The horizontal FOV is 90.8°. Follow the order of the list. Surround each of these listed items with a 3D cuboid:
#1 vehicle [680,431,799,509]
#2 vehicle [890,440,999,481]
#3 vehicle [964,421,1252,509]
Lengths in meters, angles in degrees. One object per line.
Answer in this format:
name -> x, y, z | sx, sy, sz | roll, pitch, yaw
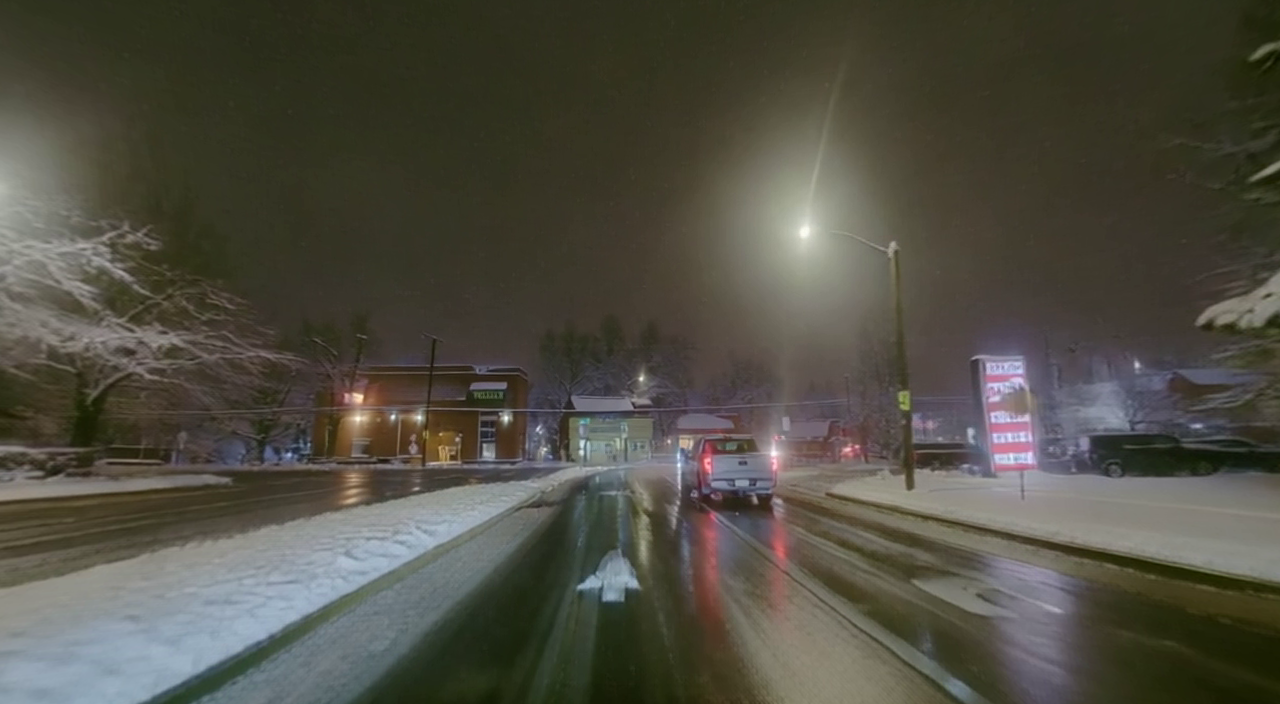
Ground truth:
vehicle -> 2.677, 3.369, 18.709 | 2.402, 1.922, 5.677 | 0, -8, -2
vehicle -> 16.608, 5.937, 34.708 | 4.765, 1.678, 2.228 | -5, -3, 5
vehicle -> 15.367, 3.772, 21.188 | 7.551, 2.142, 2.896 | 5, -10, -2
